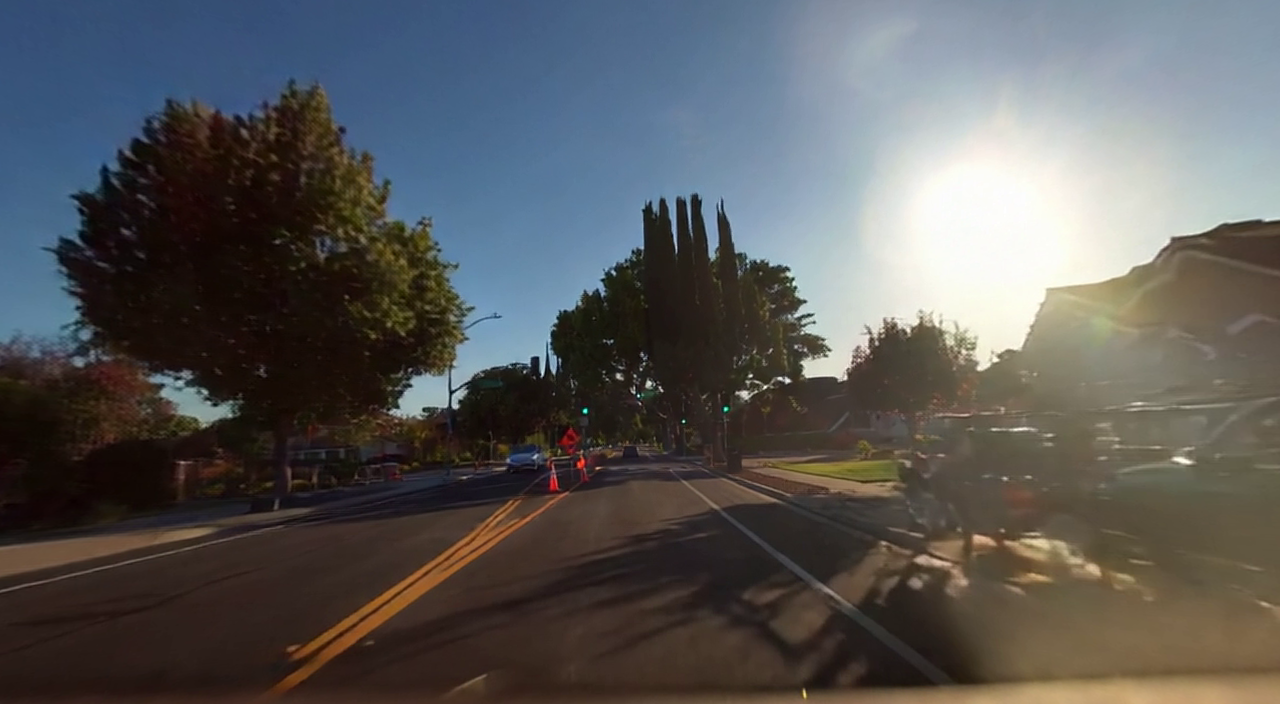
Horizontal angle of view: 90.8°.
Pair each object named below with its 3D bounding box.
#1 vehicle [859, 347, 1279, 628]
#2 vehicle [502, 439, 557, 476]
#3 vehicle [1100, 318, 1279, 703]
[{"bbox_3d":[4.635,1.401,7.498,2.404,2.054,5.588,-1,-9,4],"label":"vehicle"},{"bbox_3d":[-6.046,5.852,35.235,2.240,1.879,4.847,0,-9,-1],"label":"vehicle"},{"bbox_3d":[4.275,0.729,2.659,2.241,1.935,3.270,-1,-9,4],"label":"vehicle"}]
